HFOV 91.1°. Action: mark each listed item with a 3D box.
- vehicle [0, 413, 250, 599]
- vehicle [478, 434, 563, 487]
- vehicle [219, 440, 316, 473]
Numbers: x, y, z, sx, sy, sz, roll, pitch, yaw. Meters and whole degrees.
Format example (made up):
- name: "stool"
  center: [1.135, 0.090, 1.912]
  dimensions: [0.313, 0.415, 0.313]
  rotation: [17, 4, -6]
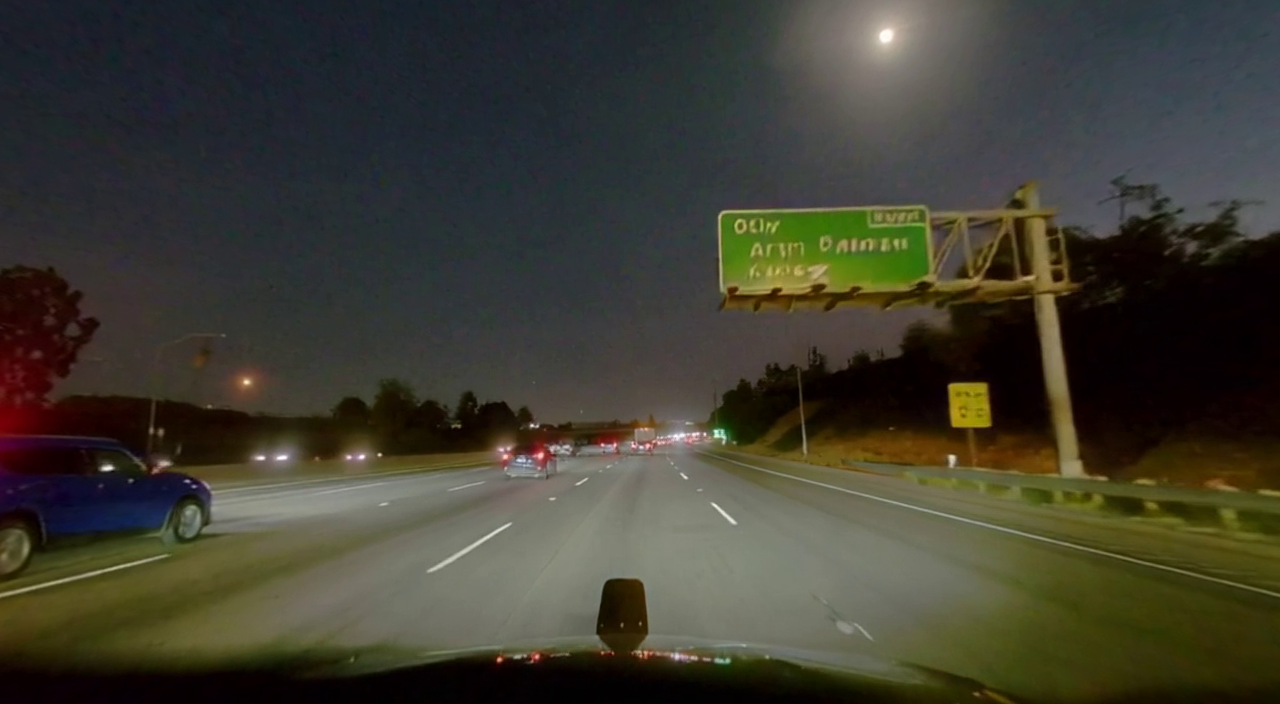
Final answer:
- name: "vehicle"
  center: [-6.687, 1.601, 7.137]
  dimensions: [1.969, 1.633, 3.962]
  rotation: [0, -8, -1]
- name: "vehicle"
  center: [-4.176, 3.870, 22.706]
  dimensions: [2.154, 1.693, 4.394]
  rotation: [0, -8, 1]
- name: "vehicle"
  center: [-22.013, 6.173, 37.437]
  dimensions: [2.258, 1.762, 5.665]
  rotation: [0, -8, 1]
